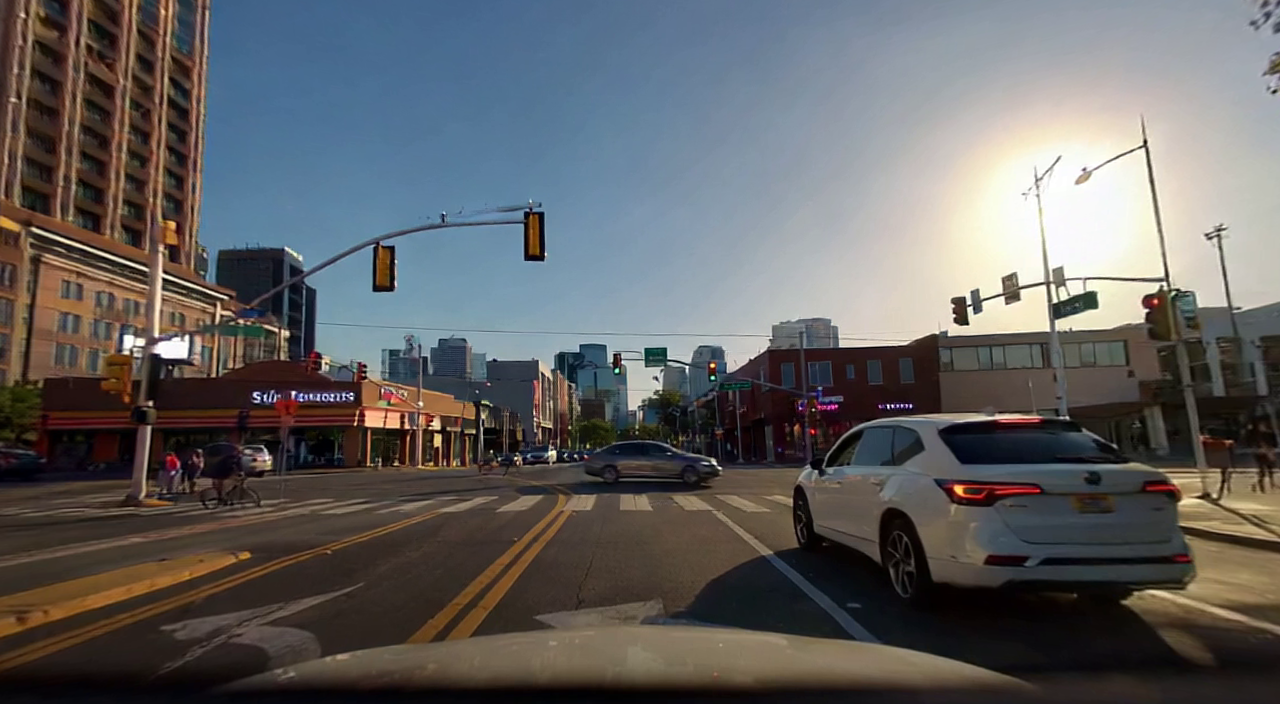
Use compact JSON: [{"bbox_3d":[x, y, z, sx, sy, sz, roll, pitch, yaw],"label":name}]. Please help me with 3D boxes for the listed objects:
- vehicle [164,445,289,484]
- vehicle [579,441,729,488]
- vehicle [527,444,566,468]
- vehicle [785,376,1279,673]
[{"bbox_3d":[-21.385,5.781,32.748,5.161,1.910,2.275,-2,-9,11],"label":"vehicle"},{"bbox_3d":[0.527,3.788,21.486,4.878,1.488,1.888,-2,-9,9],"label":"vehicle"},{"bbox_3d":[-7.138,8.021,48.847,2.181,1.703,4.512,-1,-8,2],"label":"vehicle"},{"bbox_3d":[2.963,1.314,5.933,2.049,1.691,4.447,0,-8,-1],"label":"vehicle"}]
